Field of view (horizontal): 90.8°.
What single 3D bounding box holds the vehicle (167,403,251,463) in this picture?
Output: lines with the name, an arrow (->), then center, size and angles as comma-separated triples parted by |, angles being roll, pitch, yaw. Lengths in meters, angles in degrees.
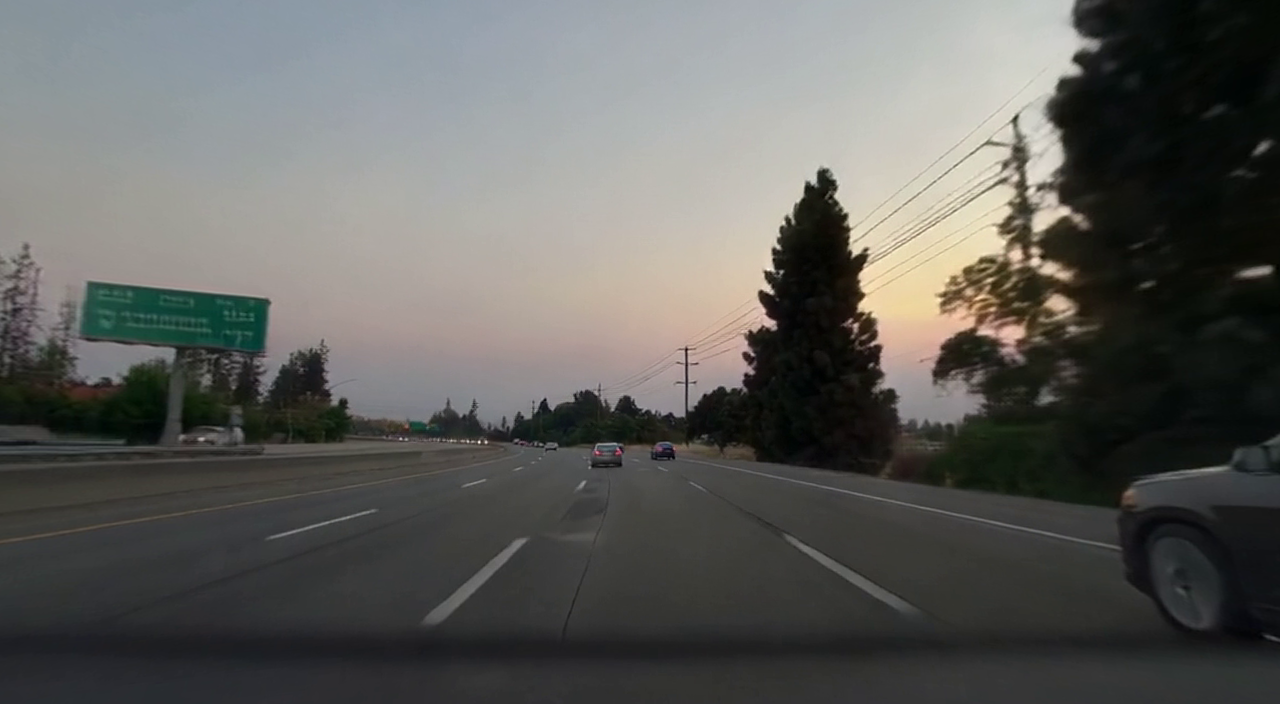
vehicle -> -26.980, 5.133, 39.796 | 2.513, 3.577, 4.197 | 1, -9, -8

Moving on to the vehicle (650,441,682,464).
vehicle -> 1.776, 6.996, 44.223 | 1.789, 1.503, 3.897 | 1, -9, -5

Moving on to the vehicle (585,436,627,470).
vehicle -> -1.902, 5.567, 34.976 | 2.188, 1.714, 3.921 | 1, -8, -4

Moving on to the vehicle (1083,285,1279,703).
vehicle -> 4.411, 0.443, 1.352 | 2.504, 2.033, 5.979 | 0, -8, -1
